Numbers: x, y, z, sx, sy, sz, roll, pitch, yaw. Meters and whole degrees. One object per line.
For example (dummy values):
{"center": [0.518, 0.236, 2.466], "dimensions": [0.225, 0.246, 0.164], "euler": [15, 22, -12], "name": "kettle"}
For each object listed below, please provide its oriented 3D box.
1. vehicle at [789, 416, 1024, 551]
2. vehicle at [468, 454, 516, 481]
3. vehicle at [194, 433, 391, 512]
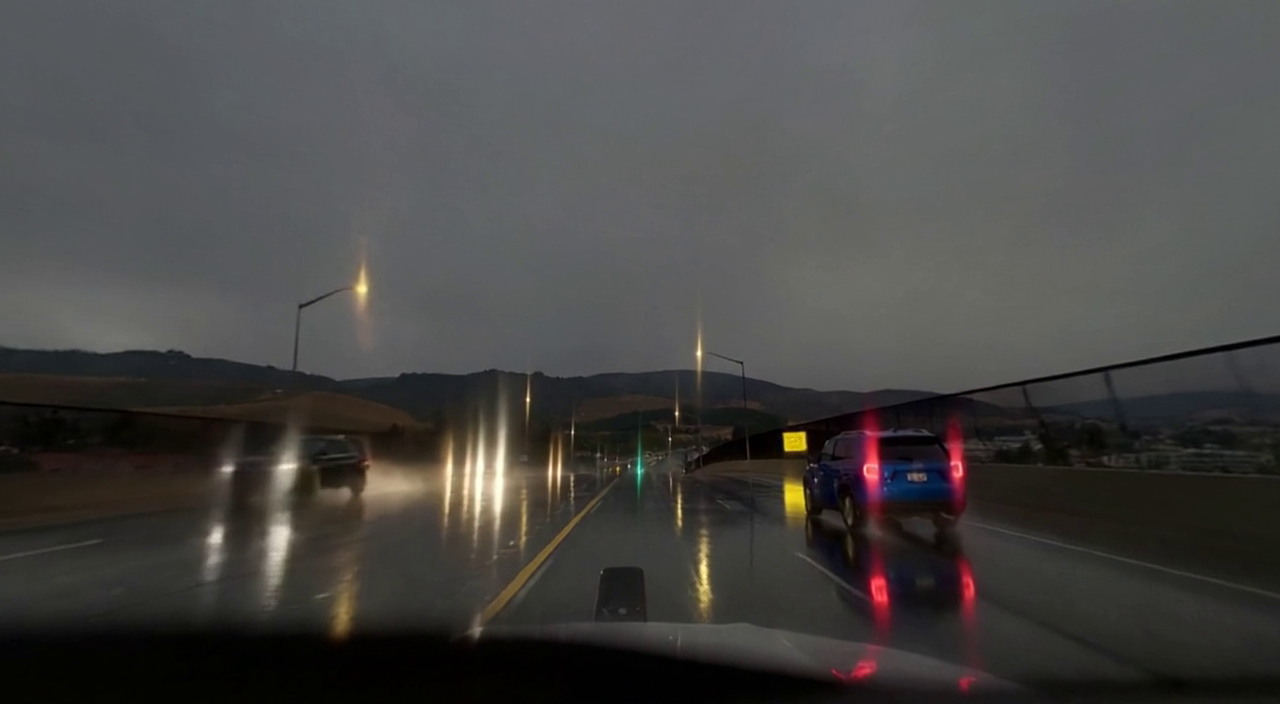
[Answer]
{"center": [3.994, 2.034, 10.444], "dimensions": [1.989, 1.730, 4.324], "euler": [-1, -8, 1], "name": "vehicle"}
{"center": [-10.403, 8.129, 44.695], "dimensions": [2.144, 1.762, 4.604], "euler": [-1, -8, 1], "name": "vehicle"}
{"center": [-10.364, 3.618, 19.667], "dimensions": [2.597, 2.034, 6.006], "euler": [-1, -8, 1], "name": "vehicle"}
